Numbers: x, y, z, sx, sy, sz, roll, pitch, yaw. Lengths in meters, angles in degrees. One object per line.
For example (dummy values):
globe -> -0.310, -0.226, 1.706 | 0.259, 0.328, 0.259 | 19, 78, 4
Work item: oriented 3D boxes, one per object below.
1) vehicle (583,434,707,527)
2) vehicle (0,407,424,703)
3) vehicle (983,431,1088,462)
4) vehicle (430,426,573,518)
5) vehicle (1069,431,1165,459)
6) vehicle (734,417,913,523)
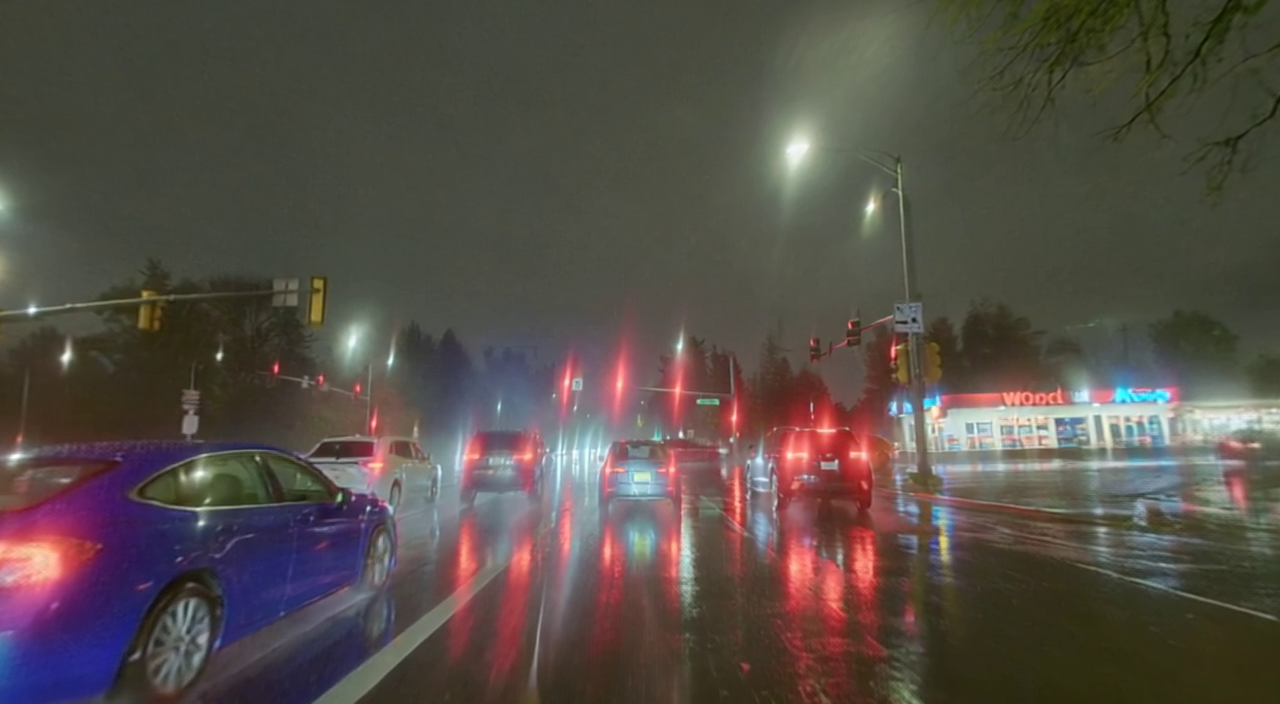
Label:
vehicle -> 0.122, 2.426, 12.393 | 2.032, 1.499, 3.994 | 0, -9, 1
vehicle -> -3.331, 1.270, 4.396 | 2.014, 1.472, 4.357 | 0, -9, 1
vehicle -> 23.287, 5.595, 37.233 | 4.781, 1.700, 1.986 | 0, -9, 1
vehicle -> -2.824, 2.574, 13.913 | 2.072, 1.694, 4.070 | 0, -9, 2
vehicle -> 30.545, 5.984, 40.420 | 4.432, 1.680, 1.932 | 0, -9, 2
vehicle -> 3.309, 2.252, 12.449 | 2.076, 1.691, 4.402 | 0, -9, -2
